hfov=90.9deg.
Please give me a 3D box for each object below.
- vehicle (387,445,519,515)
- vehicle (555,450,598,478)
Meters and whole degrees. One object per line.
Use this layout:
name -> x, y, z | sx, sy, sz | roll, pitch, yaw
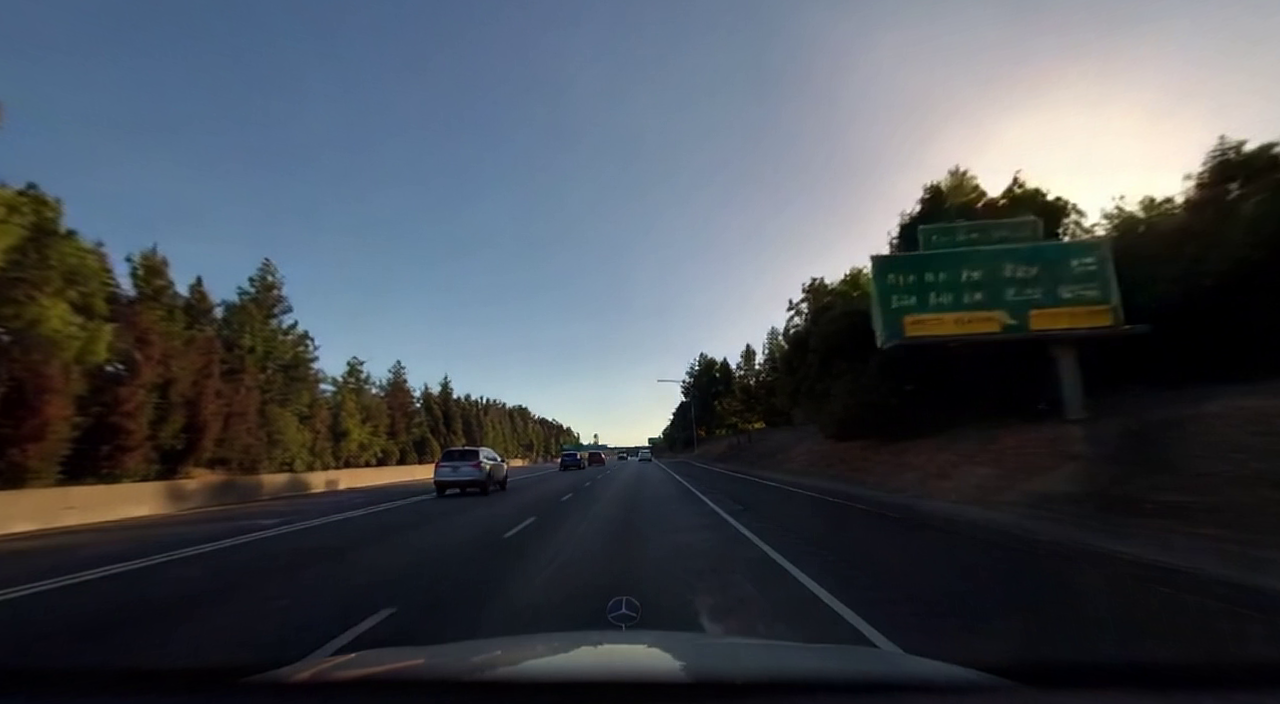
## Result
vehicle -> -4.563, 3.189, 16.232 | 1.975, 1.501, 4.603 | 0, -9, 0
vehicle -> -3.562, 6.346, 35.940 | 2.005, 1.474, 3.921 | 0, -9, 1
